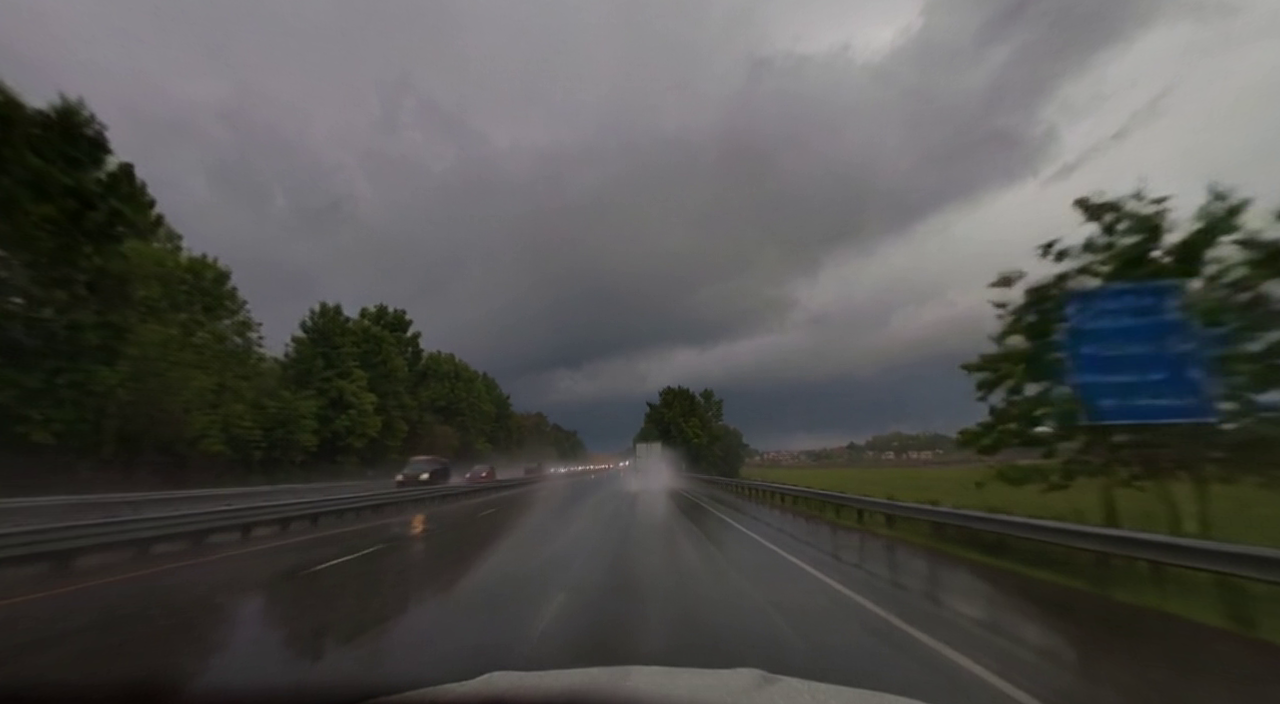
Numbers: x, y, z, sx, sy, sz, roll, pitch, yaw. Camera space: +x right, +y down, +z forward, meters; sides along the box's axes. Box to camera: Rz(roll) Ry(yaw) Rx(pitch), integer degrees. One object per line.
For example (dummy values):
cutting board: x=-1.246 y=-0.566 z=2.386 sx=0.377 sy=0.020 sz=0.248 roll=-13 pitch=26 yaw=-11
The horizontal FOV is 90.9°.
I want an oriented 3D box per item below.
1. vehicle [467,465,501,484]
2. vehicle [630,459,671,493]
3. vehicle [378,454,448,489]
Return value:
vehicle: x=-12.094 y=9.496 z=49.066 sx=1.679 sy=1.388 sz=3.355 roll=1 pitch=-10 yaw=1
vehicle: x=0.547 y=6.711 z=34.327 sx=2.048 sy=1.663 sz=4.377 roll=1 pitch=-10 yaw=0
vehicle: x=-11.702 y=6.220 z=32.780 sx=1.984 sy=1.648 sz=4.195 roll=1 pitch=-10 yaw=0
